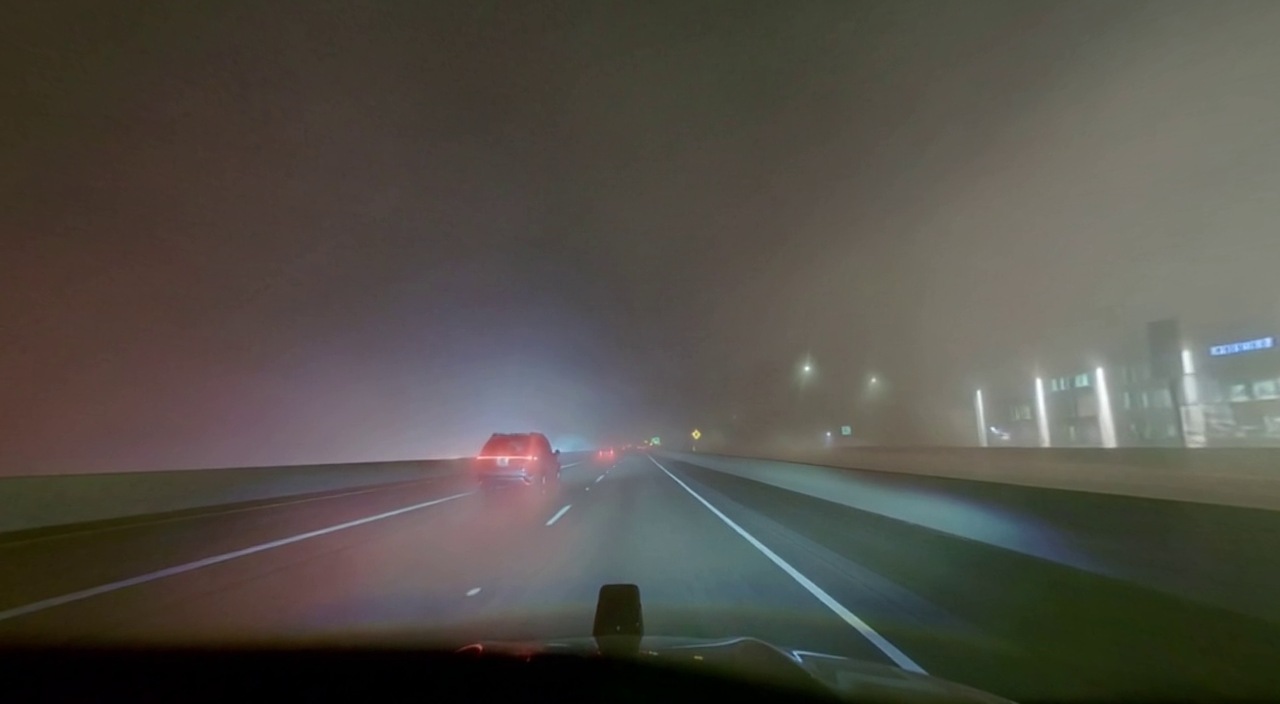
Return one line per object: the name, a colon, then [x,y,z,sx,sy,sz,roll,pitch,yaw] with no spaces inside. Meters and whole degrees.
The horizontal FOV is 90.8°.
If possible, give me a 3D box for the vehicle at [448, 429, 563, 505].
vehicle: [-3.536,3.144,17.732,2.145,1.828,4.867,0,-9,0]
